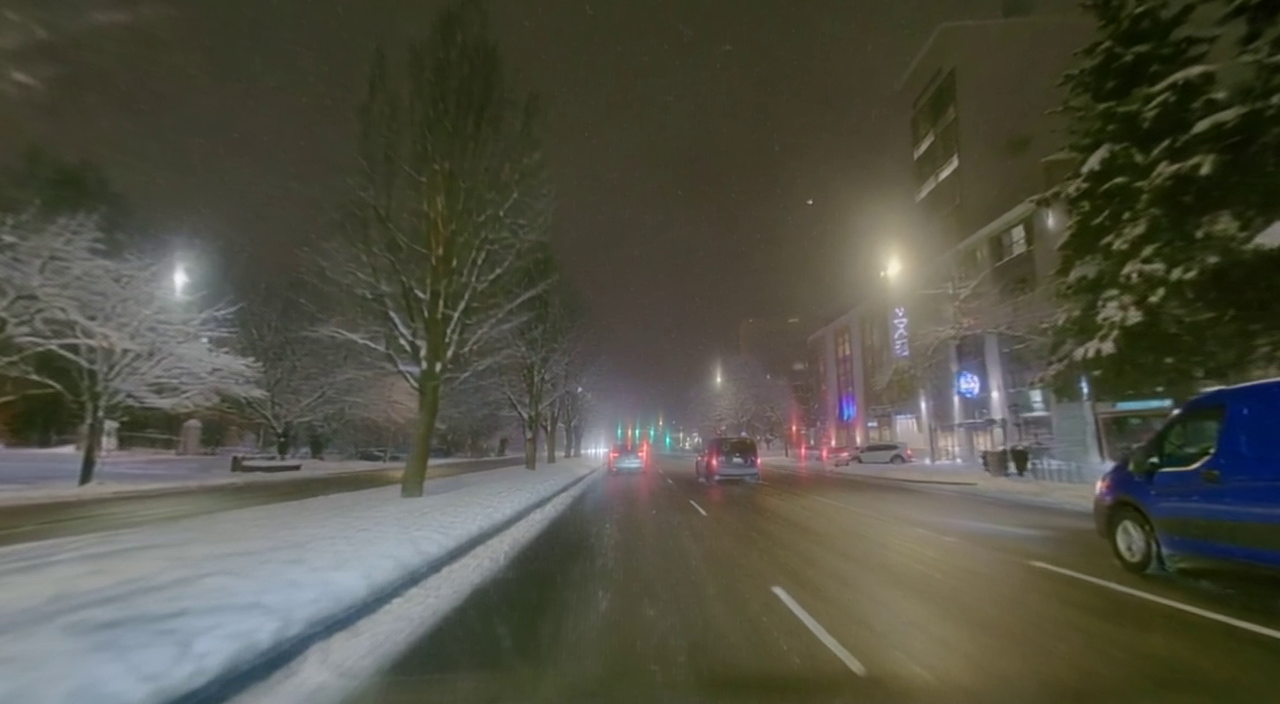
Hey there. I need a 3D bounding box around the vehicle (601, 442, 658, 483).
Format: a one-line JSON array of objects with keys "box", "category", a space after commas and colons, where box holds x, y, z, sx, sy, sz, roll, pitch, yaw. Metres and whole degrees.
[{"box": [-0.393, 4.284, 24.847, 2.095, 1.456, 3.873, 0, -8, 0], "category": "vehicle"}]

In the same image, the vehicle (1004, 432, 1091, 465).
[{"box": [27.521, 6.494, 42.685, 4.770, 2.109, 2.230, 2, -9, -16], "category": "vehicle"}]

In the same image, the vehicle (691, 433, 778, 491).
[{"box": [2.995, 3.598, 21.023, 2.047, 1.711, 4.265, 0, -8, -2], "category": "vehicle"}]

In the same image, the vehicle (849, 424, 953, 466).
[{"box": [17.624, 6.309, 42.959, 5.907, 2.777, 2.431, 0, -8, -2], "category": "vehicle"}]

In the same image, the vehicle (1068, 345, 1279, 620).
[{"box": [6.283, 0.939, 4.430, 2.573, 2.127, 5.568, 0, -8, -1], "category": "vehicle"}]
